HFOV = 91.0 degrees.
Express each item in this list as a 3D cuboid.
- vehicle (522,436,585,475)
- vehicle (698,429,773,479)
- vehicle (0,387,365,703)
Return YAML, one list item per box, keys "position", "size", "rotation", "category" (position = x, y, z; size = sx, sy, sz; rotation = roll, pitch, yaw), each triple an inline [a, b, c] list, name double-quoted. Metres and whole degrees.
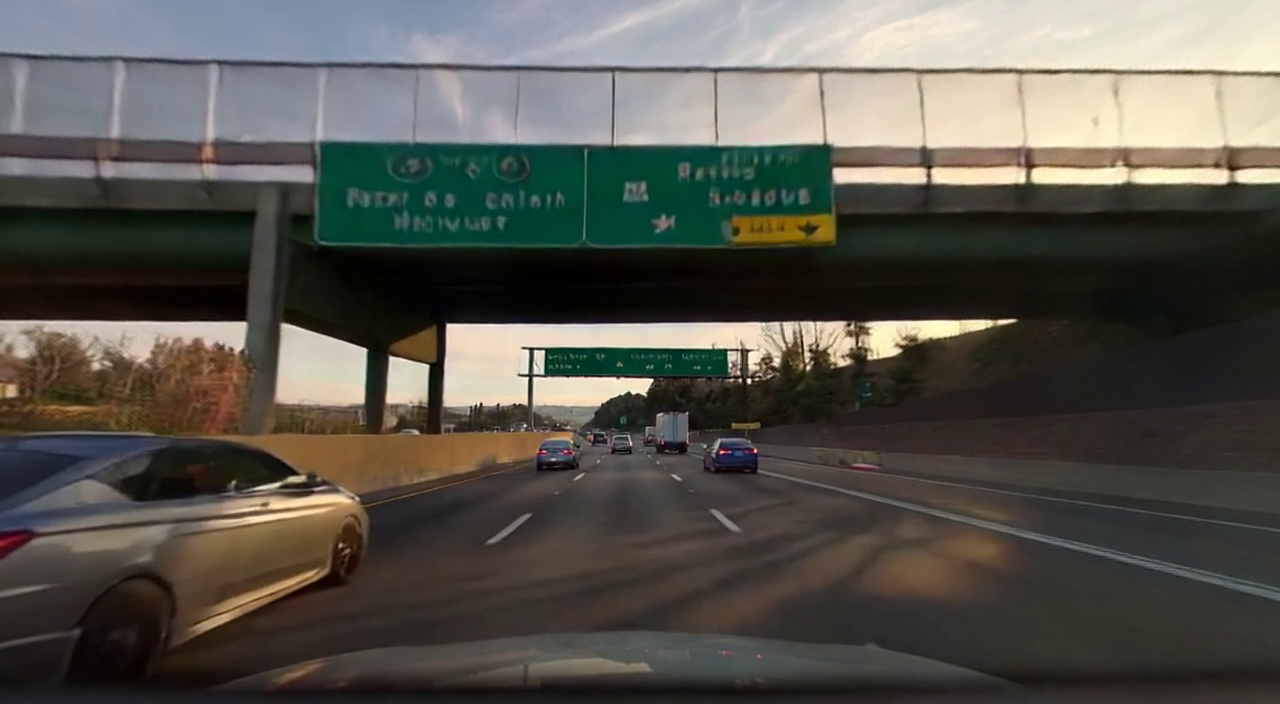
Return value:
- position: [-3.588, 4.373, 26.917]
  size: [2.064, 1.479, 4.370]
  rotation: [-1, -8, 0]
  category: "vehicle"
- position: [3.390, 3.715, 23.210]
  size: [2.001, 1.625, 4.088]
  rotation: [0, -8, -1]
  category: "vehicle"
- position: [-3.483, 1.016, 3.230]
  size: [2.122, 1.486, 4.532]
  rotation: [-1, -8, 0]
  category: "vehicle"
